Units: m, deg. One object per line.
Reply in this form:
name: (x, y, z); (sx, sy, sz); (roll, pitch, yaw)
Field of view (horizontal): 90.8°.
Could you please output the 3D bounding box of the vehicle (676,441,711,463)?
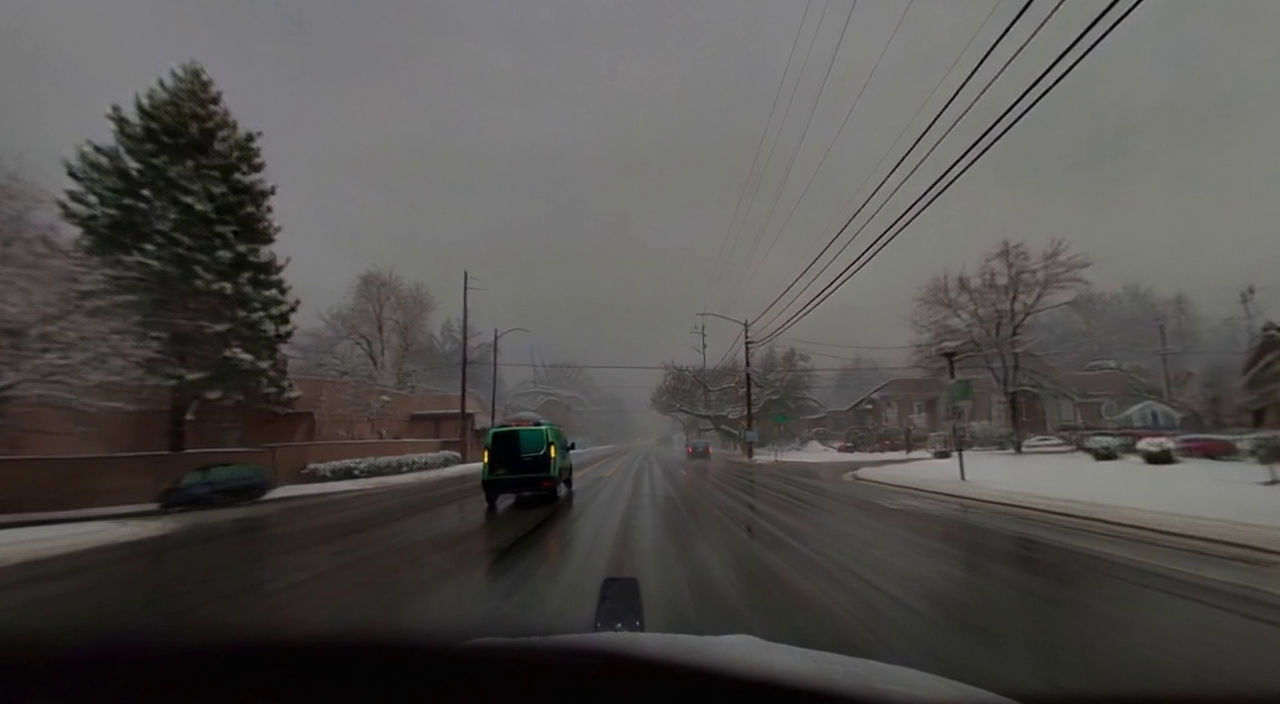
vehicle: (3.662, 6.937, 43.957); (2.015, 1.467, 4.117); (0, -8, 0)
